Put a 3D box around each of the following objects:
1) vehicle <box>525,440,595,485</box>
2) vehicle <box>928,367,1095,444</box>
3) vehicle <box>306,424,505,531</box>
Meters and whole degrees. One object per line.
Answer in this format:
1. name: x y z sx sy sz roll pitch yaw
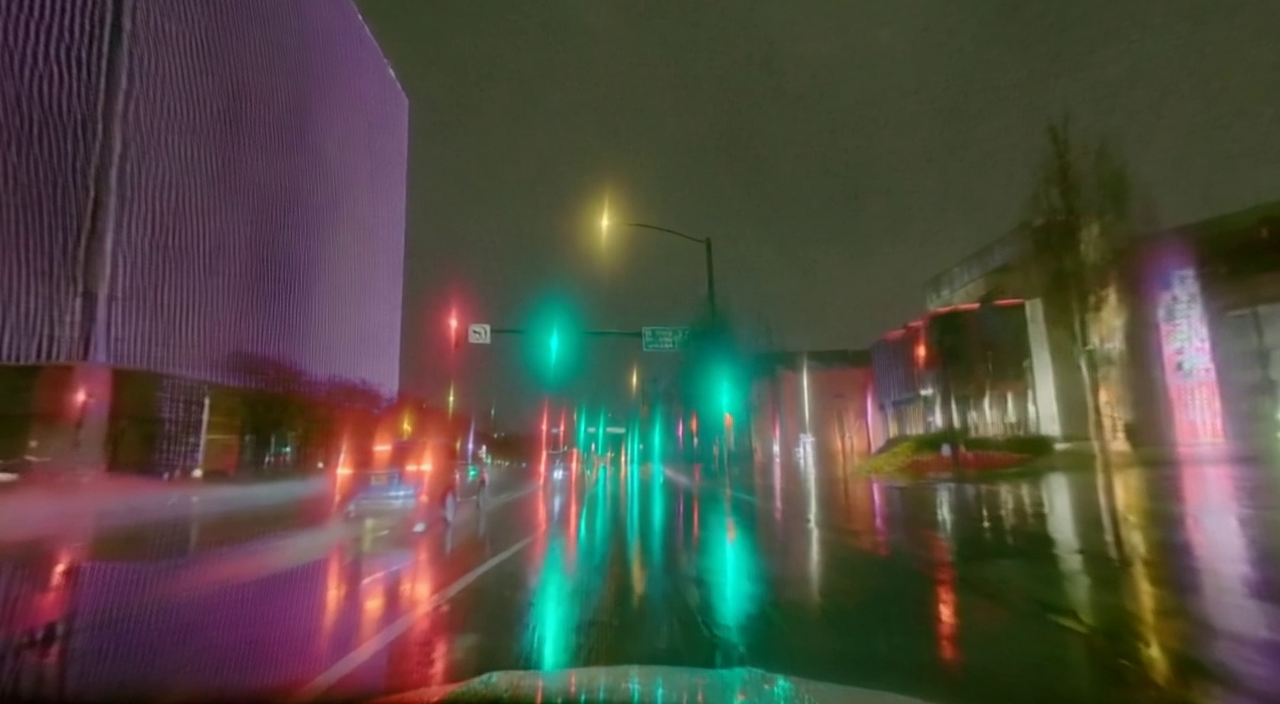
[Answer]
1. vehicle: -3.526 5.015 28.848 2.384 1.849 5.009 -1 -9 2
2. vehicle: 15.695 2.450 27.065 4.005 2.827 4.538 2 -10 -10
3. vehicle: -4.358 2.422 12.723 2.169 1.741 4.588 -1 -9 1
